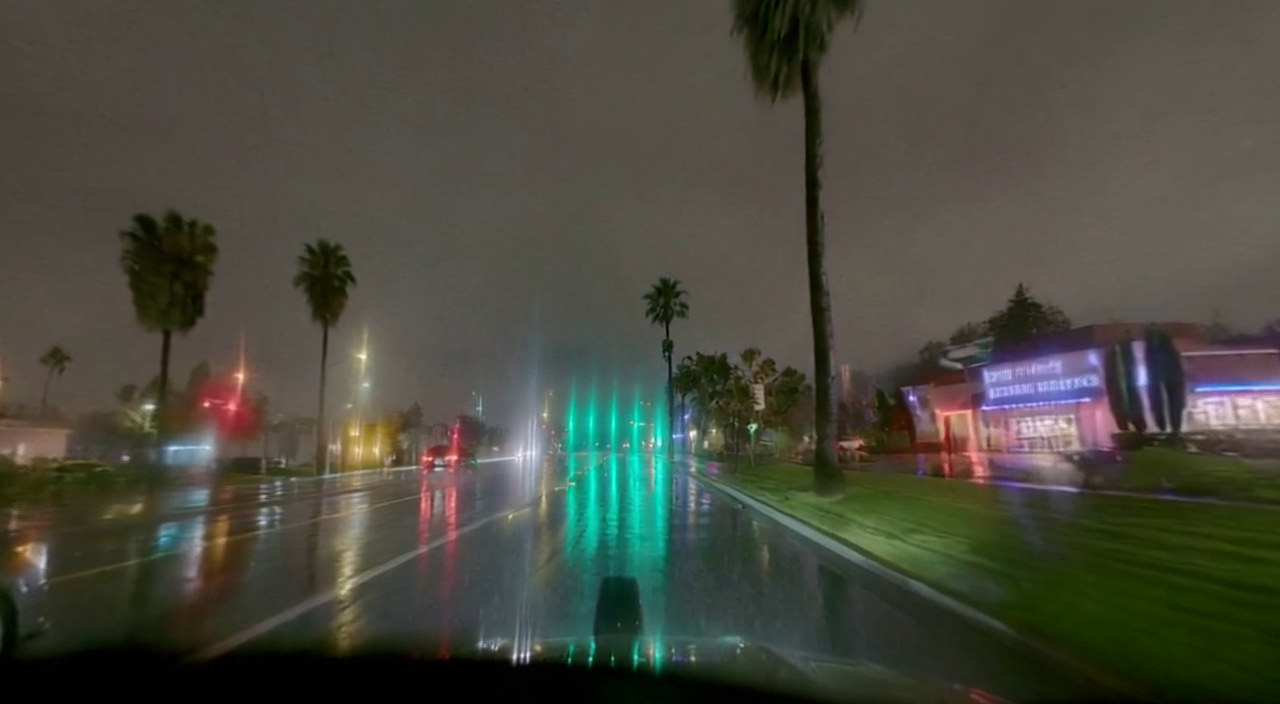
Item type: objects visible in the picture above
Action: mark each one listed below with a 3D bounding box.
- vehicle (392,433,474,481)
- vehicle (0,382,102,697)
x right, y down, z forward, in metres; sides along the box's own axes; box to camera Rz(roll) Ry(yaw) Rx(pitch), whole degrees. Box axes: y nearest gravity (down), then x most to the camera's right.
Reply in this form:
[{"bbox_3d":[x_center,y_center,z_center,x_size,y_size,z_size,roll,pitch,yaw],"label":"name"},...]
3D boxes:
[{"bbox_3d":[-8.623,4.399,26.655,2.136,1.844,4.363,1,-8,-3],"label":"vehicle"},{"bbox_3d":[-4.415,0.767,1.799,2.041,1.666,4.182,0,-8,-1],"label":"vehicle"}]
